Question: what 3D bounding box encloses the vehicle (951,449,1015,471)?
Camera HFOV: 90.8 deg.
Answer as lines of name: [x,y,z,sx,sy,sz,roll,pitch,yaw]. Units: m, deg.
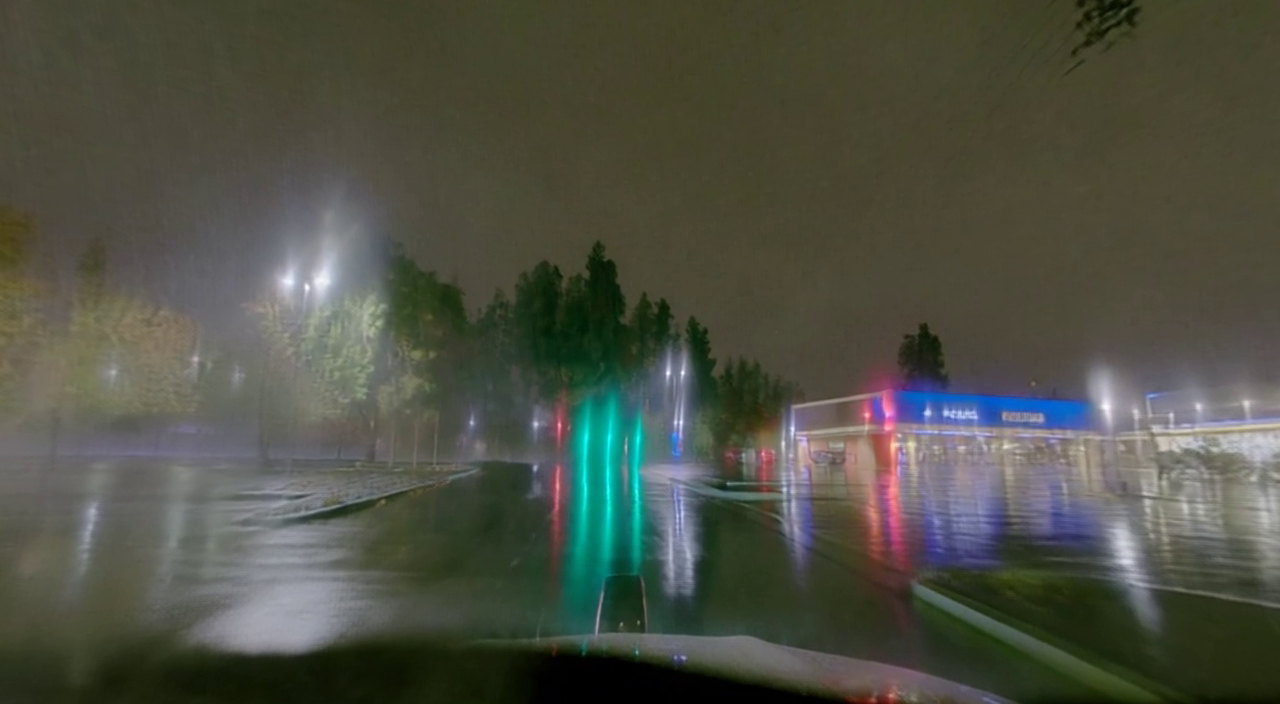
vehicle: [26.342,8.296,48.694,1.845,1.463,4.399,1,-8,-12]
